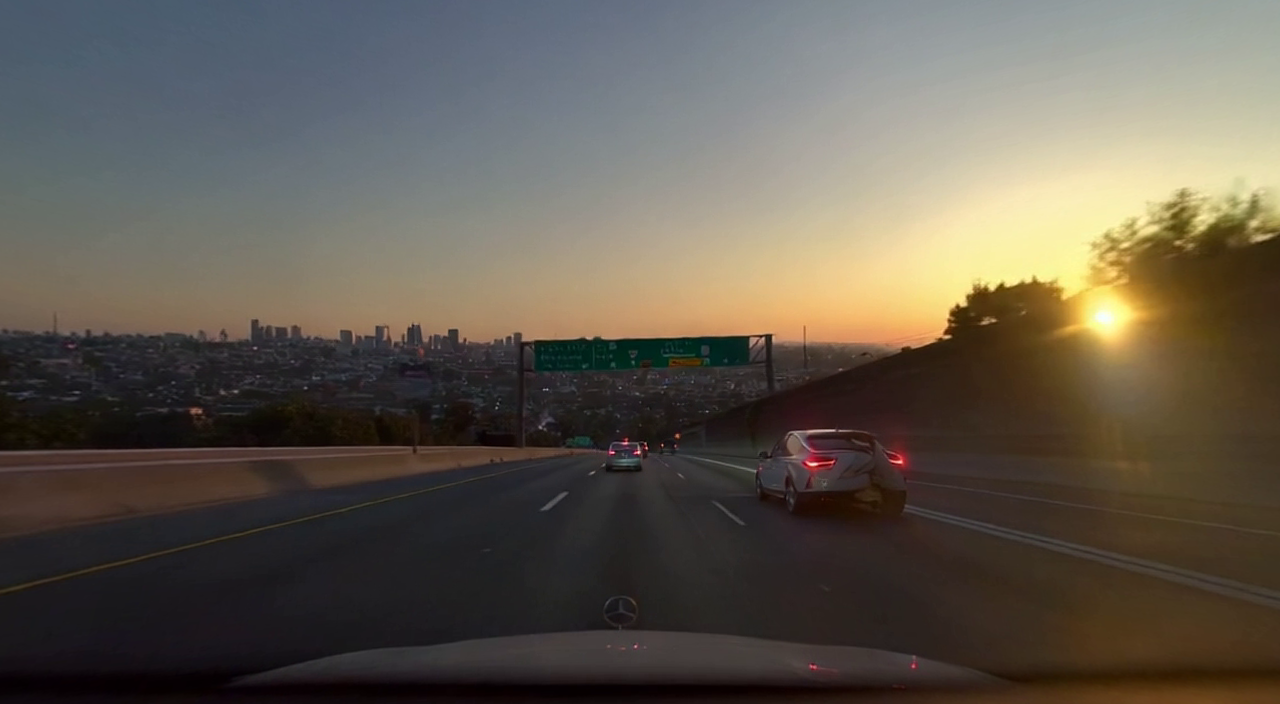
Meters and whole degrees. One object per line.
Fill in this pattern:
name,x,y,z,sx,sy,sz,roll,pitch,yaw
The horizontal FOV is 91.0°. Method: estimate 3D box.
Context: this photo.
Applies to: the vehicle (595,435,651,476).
vehicle,-0.655,4.294,26.324,2.147,1.576,3.964,0,-8,0
